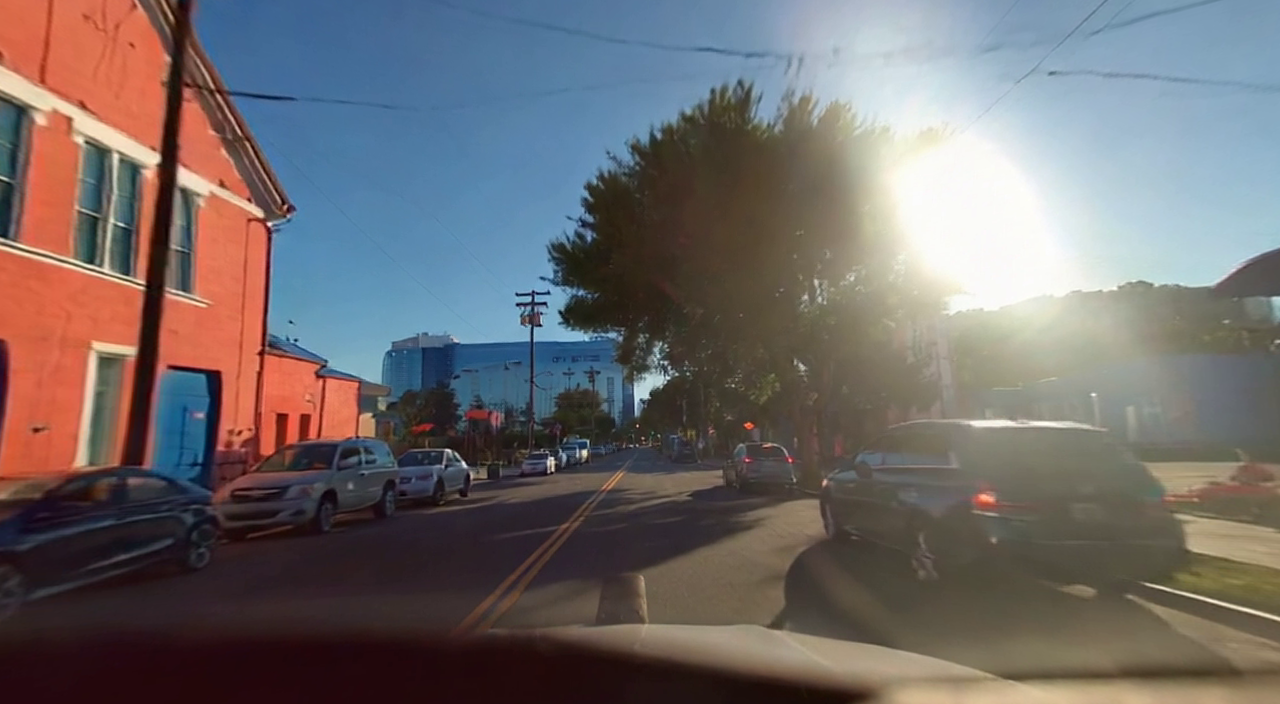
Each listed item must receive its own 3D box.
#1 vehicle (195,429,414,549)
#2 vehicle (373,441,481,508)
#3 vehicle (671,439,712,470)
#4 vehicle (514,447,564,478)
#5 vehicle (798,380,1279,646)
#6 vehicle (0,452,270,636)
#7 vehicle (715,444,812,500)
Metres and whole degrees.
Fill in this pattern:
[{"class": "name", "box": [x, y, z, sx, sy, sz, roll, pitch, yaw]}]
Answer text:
[{"class": "vehicle", "box": [-6.210, 2.542, 12.468, 1.983, 1.809, 4.503, -2, -8, -2]}, {"class": "vehicle", "box": [-6.232, 3.612, 18.977, 1.906, 1.623, 4.057, -4, -9, -2]}, {"class": "vehicle", "box": [3.408, 6.882, 42.714, 2.313, 1.937, 5.092, 0, -9, 0]}, {"class": "vehicle", "box": [-5.802, 6.395, 36.888, 1.910, 1.488, 3.999, -2, -6, 6]}, {"class": "vehicle", "box": [3.426, 1.457, 6.765, 2.182, 1.824, 4.622, 0, -9, -1]}, {"class": "vehicle", "box": [-6.253, 1.878, 6.798, 1.844, 1.486, 4.474, -2, -9, 0]}, {"class": "vehicle", "box": [3.578, 3.548, 19.208, 1.942, 1.476, 4.739, 0, -9, -1]}]
